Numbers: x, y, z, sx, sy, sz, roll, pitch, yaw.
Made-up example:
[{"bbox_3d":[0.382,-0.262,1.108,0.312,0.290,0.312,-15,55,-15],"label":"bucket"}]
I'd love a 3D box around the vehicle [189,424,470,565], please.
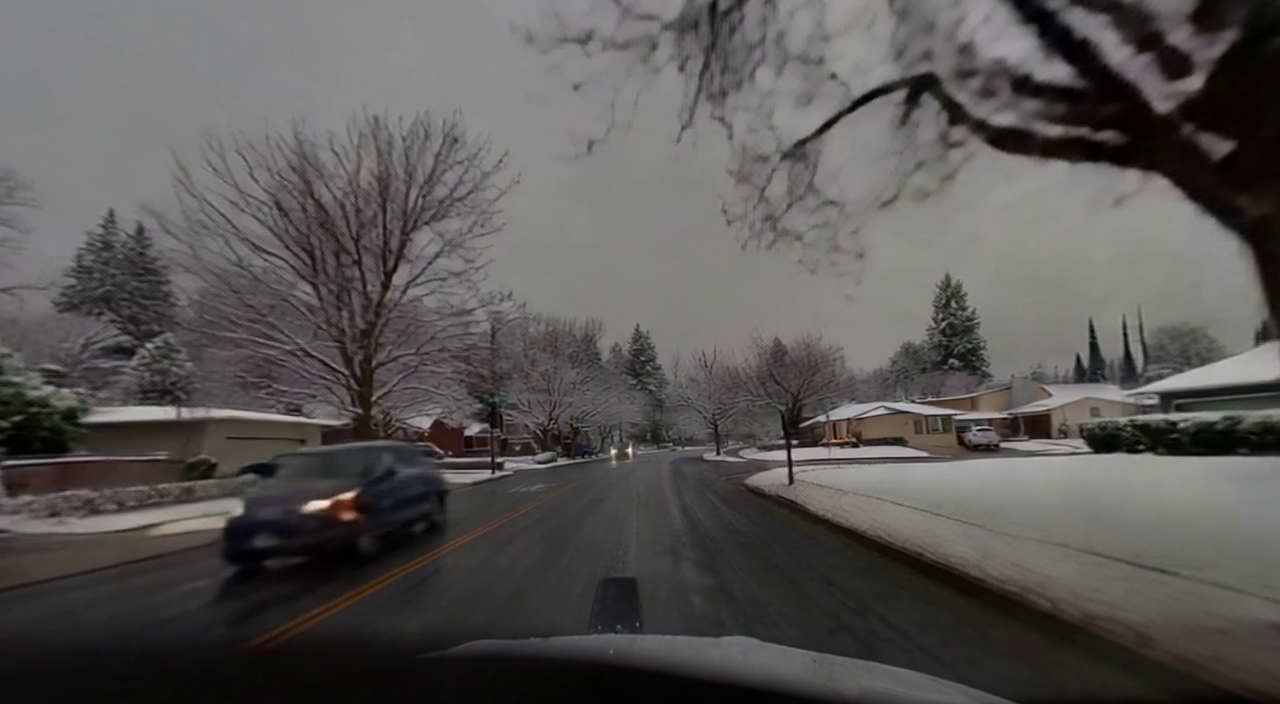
[{"bbox_3d":[-4.484,2.115,10.190,2.131,1.731,4.533,0,-9,1],"label":"vehicle"}]
